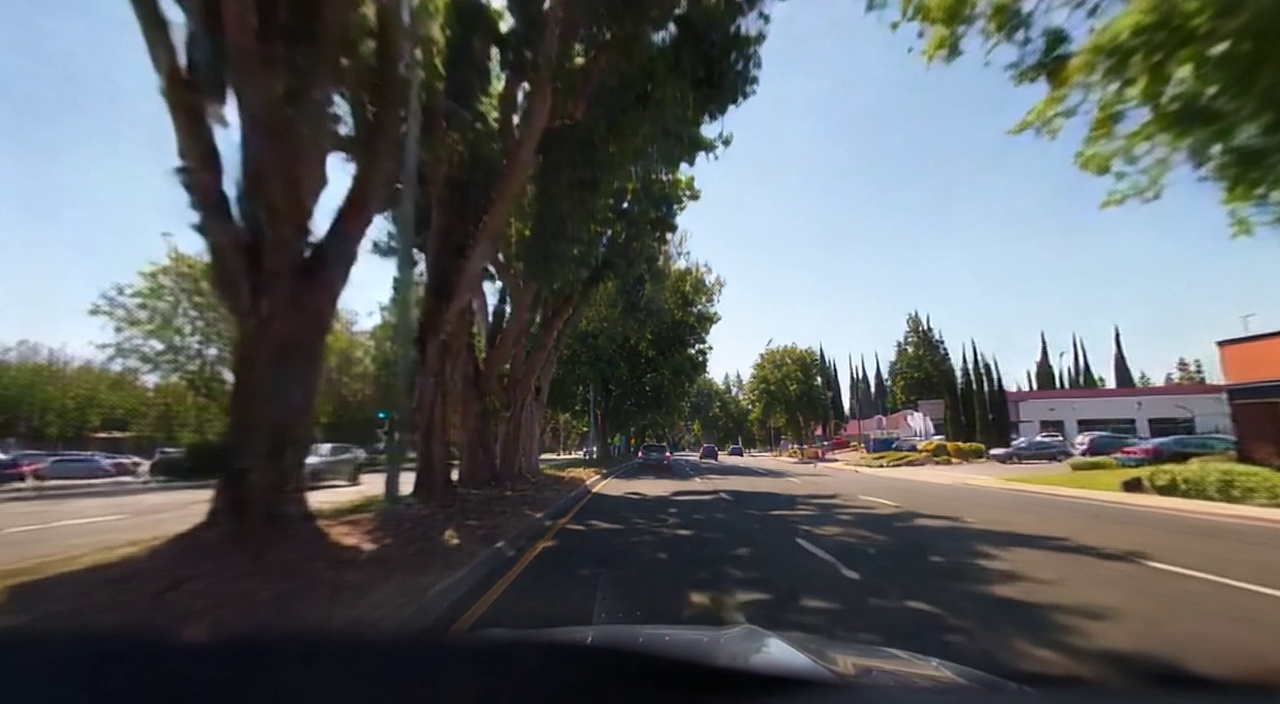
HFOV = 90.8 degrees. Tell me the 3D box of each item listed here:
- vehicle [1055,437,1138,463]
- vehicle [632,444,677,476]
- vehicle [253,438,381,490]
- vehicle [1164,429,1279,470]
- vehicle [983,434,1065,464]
[{"bbox_3d":[27.411,5.904,38.082,1.844,1.481,3.904,0,-8,-5],"label":"vehicle"},{"bbox_3d":[0.745,5.276,31.258,2.095,1.456,3.873,-1,-8,2],"label":"vehicle"},{"bbox_3d":[-11.273,3.932,22.523,1.987,1.626,4.654,-1,-8,2],"label":"vehicle"},{"bbox_3d":[23.623,3.920,25.121,1.780,1.463,4.112,-1,-10,-3],"label":"vehicle"},{"bbox_3d":[22.463,5.690,37.168,1.864,1.655,4.179,0,-8,-5],"label":"vehicle"}]
